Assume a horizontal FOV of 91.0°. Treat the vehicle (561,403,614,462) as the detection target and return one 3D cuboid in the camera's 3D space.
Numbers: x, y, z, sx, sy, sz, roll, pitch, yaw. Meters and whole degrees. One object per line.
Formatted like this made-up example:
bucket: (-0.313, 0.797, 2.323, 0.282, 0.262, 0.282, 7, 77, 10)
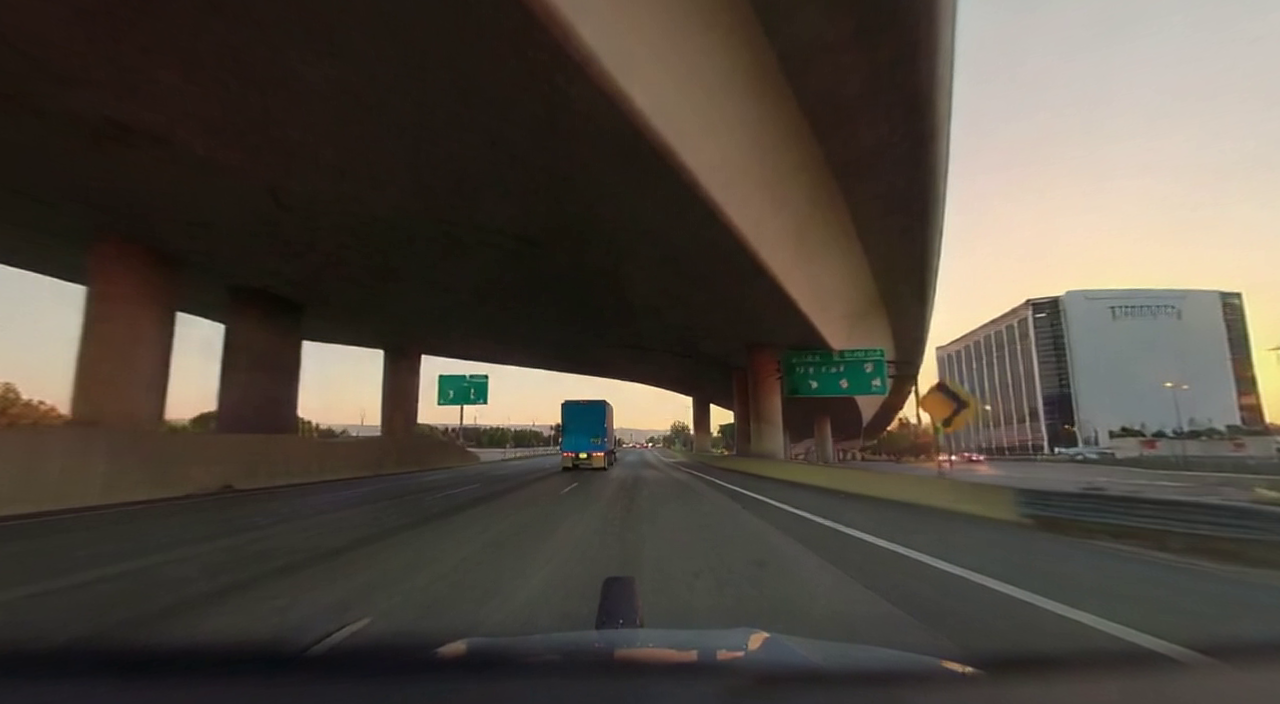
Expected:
vehicle: (-3.726, 6.184, 47.385, 3.059, 3.867, 10.343, 0, -9, 0)
